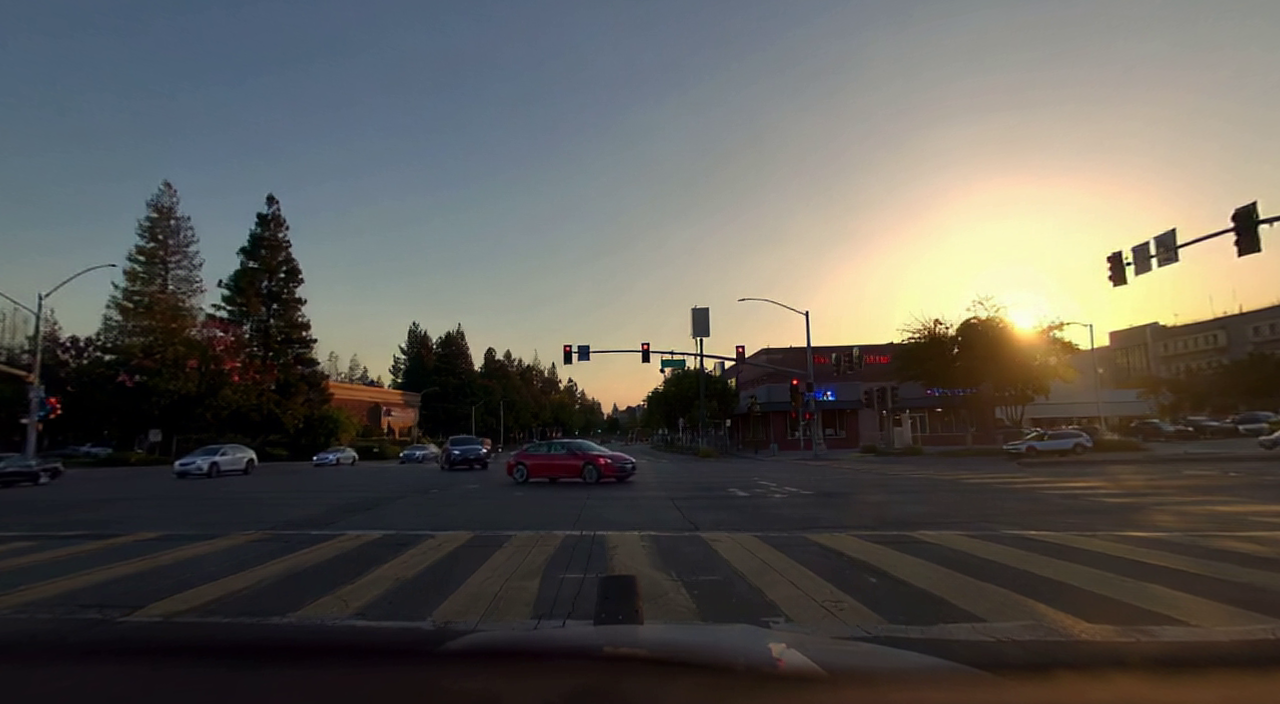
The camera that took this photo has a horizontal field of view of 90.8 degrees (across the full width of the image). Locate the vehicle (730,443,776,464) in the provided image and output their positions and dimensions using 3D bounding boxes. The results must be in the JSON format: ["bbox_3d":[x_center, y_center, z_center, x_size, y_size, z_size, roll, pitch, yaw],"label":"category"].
[{"bbox_3d":[8.289,7.471,46.740,2.133,1.437,4.420,1,-9,-6],"label":"vehicle"}]

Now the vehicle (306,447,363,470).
[{"bbox_3d":[-23.227,8.085,48.199,2.041,1.642,4.628,0,-8,0],"label":"vehicle"}]

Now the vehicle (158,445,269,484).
[{"bbox_3d":[-19.562,5.140,29.266,1.924,1.656,4.593,0,-9,0],"label":"vehicle"}]

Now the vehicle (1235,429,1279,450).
[{"bbox_3d":[45.671,6.270,45.256,1.786,1.412,4.330,0,-9,0],"label":"vehicle"}]

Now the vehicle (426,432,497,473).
[{"bbox_3d":[-9.061,5.045,31.846,2.017,1.877,4.767,5,-10,-33],"label":"vehicle"}]

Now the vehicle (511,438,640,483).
[{"bbox_3d":[-2.454,3.982,23.442,4.532,1.467,2.135,-7,-11,38],"label":"vehicle"}]

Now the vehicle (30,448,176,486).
[{"bbox_3d":[-28.555,6.084,33.874,2.901,1.827,5.034,-3,-9,18],"label":"vehicle"}]
